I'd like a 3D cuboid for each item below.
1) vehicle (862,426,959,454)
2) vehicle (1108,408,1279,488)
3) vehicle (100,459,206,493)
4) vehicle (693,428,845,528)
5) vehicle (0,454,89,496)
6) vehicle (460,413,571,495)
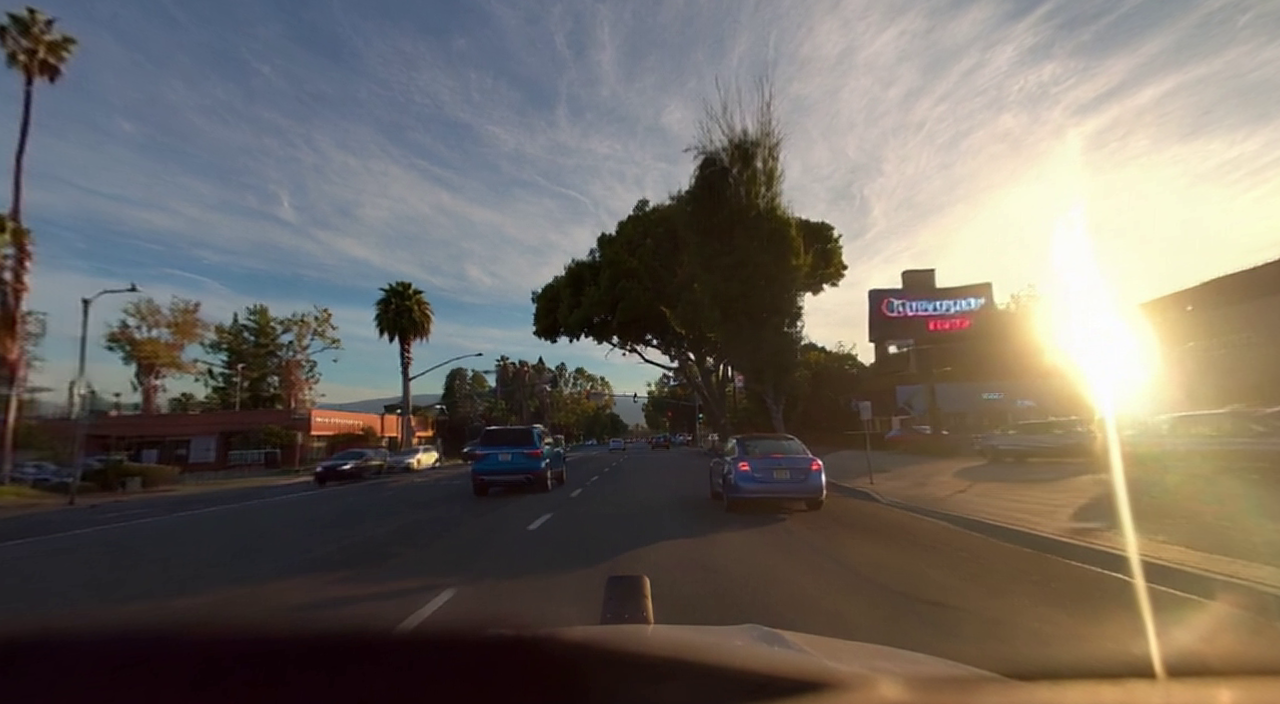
[{"bbox_3d":[15.138,4.994,35.522,4.680,1.506,2.017,-3,-9,14],"label":"vehicle"},{"bbox_3d":[11.708,1.857,12.201,1.874,1.386,3.745,6,-11,-35],"label":"vehicle"},{"bbox_3d":[-26.664,6.743,34.583,4.343,1.452,2.097,4,-11,-44],"label":"vehicle"},{"bbox_3d":[2.117,2.227,11.715,1.919,1.472,4.470,0,-9,0],"label":"vehicle"},{"bbox_3d":[-26.820,5.221,26.970,4.667,1.680,2.082,7,-11,-39],"label":"vehicle"},{"bbox_3d":[-3.305,2.867,17.823,2.152,1.987,4.527,0,-9,1],"label":"vehicle"}]
